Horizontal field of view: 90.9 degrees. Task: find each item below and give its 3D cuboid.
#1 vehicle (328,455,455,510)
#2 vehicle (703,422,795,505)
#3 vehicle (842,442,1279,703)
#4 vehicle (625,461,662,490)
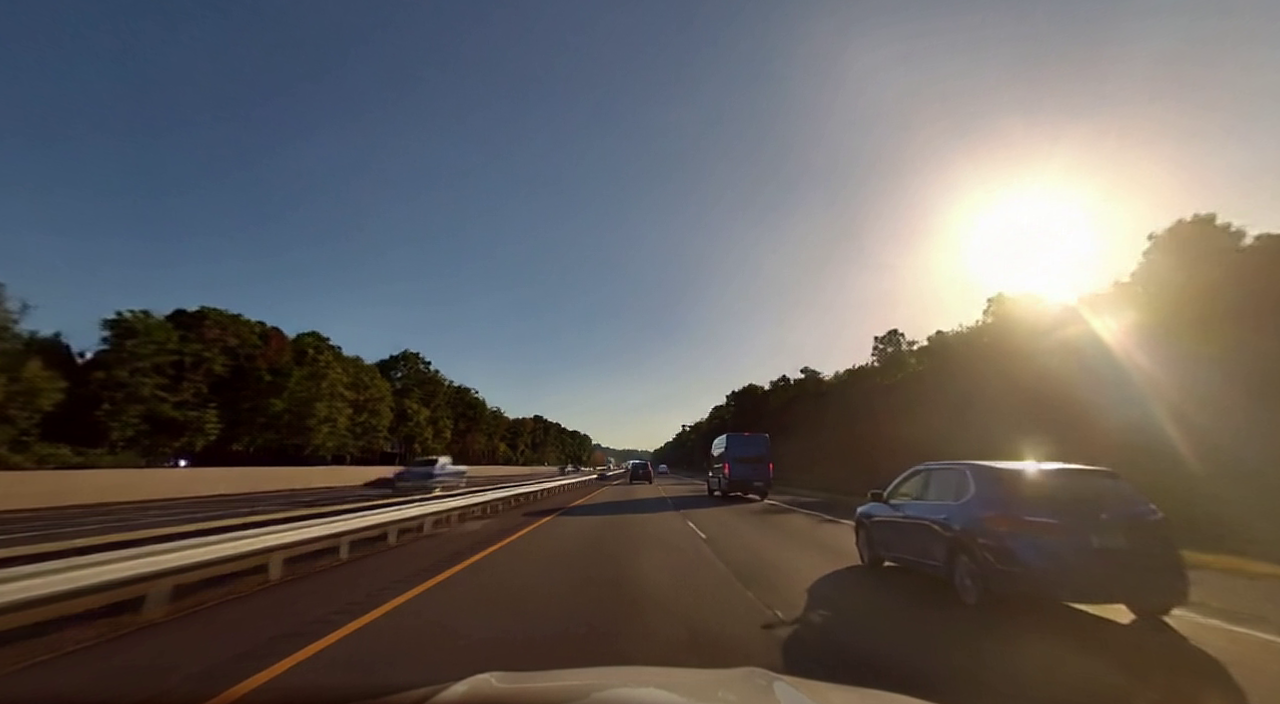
[{"bbox_3d":[-8.336,4.447,21.791,2.327,1.627,4.835,0,-10,1],"label":"vehicle"},{"bbox_3d":[4.384,4.746,26.778,2.563,2.975,6.941,1,-10,-1],"label":"vehicle"},{"bbox_3d":[3.887,1.772,6.225,2.073,1.532,4.969,1,-10,-1],"label":"vehicle"},{"bbox_3d":[0.232,7.815,39.955,2.212,1.717,4.452,1,-10,1],"label":"vehicle"}]
